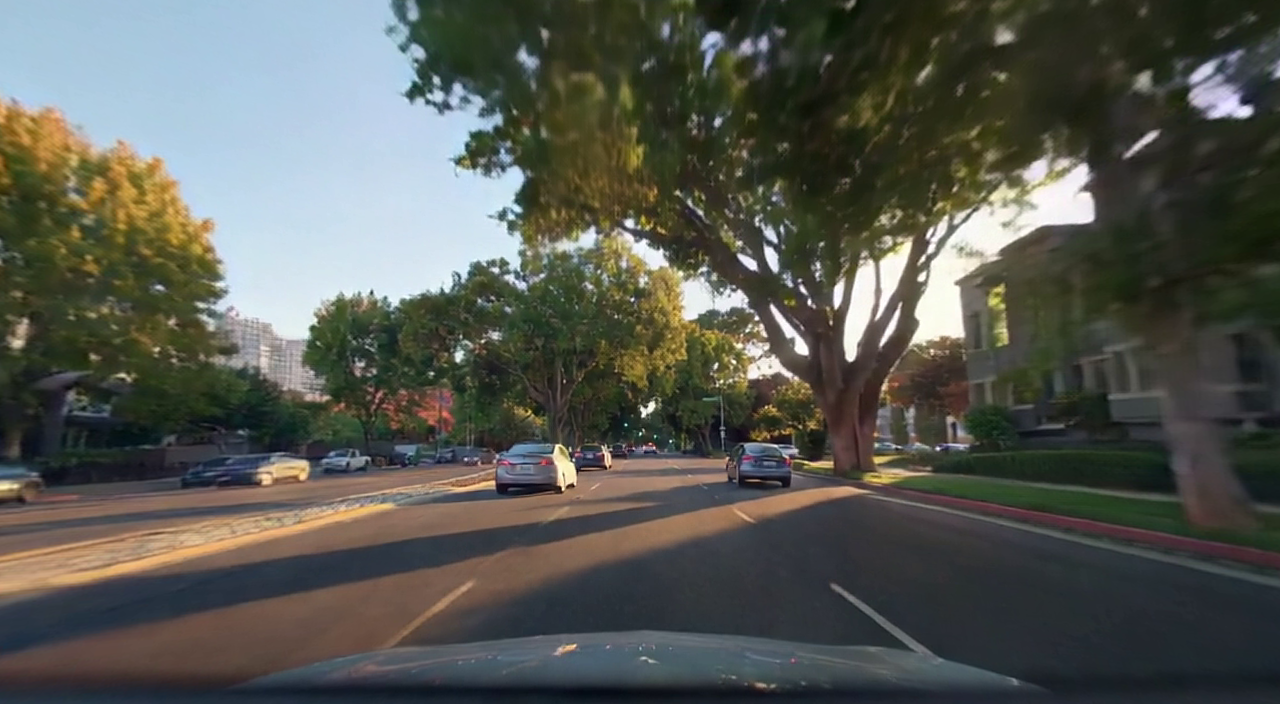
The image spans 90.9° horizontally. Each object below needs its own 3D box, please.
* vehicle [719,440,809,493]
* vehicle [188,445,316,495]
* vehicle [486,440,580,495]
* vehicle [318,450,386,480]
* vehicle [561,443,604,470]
[{"bbox_3d":[3.882,3.650,20.541,2.010,1.486,4.498,1,-8,0],"label":"vehicle"},{"bbox_3d":[-15.625,4.736,25.778,2.012,1.813,4.910,0,-8,1],"label":"vehicle"},{"bbox_3d":[-3.159,3.499,19.591,2.053,1.480,4.381,0,-8,1],"label":"vehicle"},{"bbox_3d":[-21.991,8.605,48.360,2.928,2.070,4.368,0,-8,3],"label":"vehicle"},{"bbox_3d":[-3.381,6.216,37.658,1.988,1.497,4.404,0,-8,2],"label":"vehicle"}]
